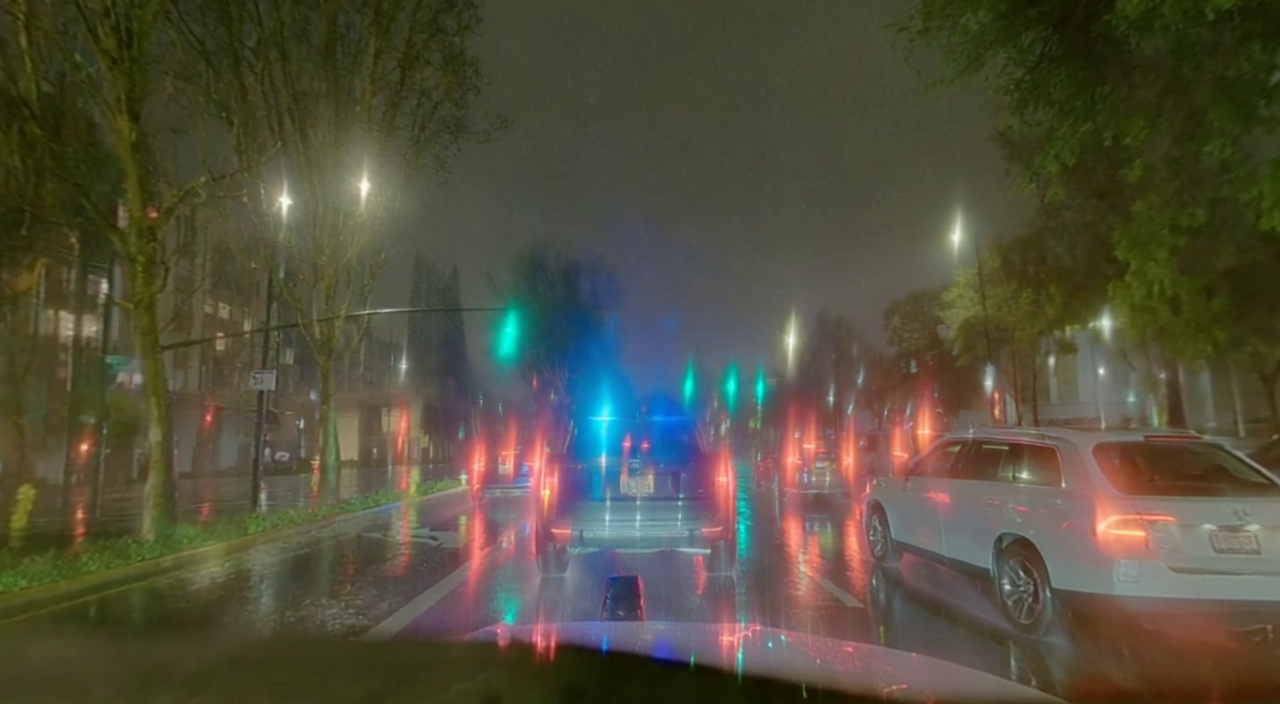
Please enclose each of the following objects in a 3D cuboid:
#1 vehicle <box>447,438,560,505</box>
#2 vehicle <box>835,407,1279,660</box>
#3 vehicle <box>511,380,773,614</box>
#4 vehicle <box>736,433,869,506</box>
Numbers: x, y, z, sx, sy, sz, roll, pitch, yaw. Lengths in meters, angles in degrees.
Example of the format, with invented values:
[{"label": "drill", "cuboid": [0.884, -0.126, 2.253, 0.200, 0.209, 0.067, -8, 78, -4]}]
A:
[{"label": "vehicle", "cuboid": [-3.311, 2.981, 16.202, 1.913, 1.464, 4.276, 0, -8, 0]}, {"label": "vehicle", "cuboid": [3.636, 1.406, 6.073, 1.995, 1.483, 4.533, 0, -8, -1]}, {"label": "vehicle", "cuboid": [-0.036, 1.455, 7.269, 2.038, 1.819, 4.505, 0, -8, -1]}, {"label": "vehicle", "cuboid": [3.646, 2.709, 15.060, 1.940, 1.474, 4.234, 0, -8, -1]}]
